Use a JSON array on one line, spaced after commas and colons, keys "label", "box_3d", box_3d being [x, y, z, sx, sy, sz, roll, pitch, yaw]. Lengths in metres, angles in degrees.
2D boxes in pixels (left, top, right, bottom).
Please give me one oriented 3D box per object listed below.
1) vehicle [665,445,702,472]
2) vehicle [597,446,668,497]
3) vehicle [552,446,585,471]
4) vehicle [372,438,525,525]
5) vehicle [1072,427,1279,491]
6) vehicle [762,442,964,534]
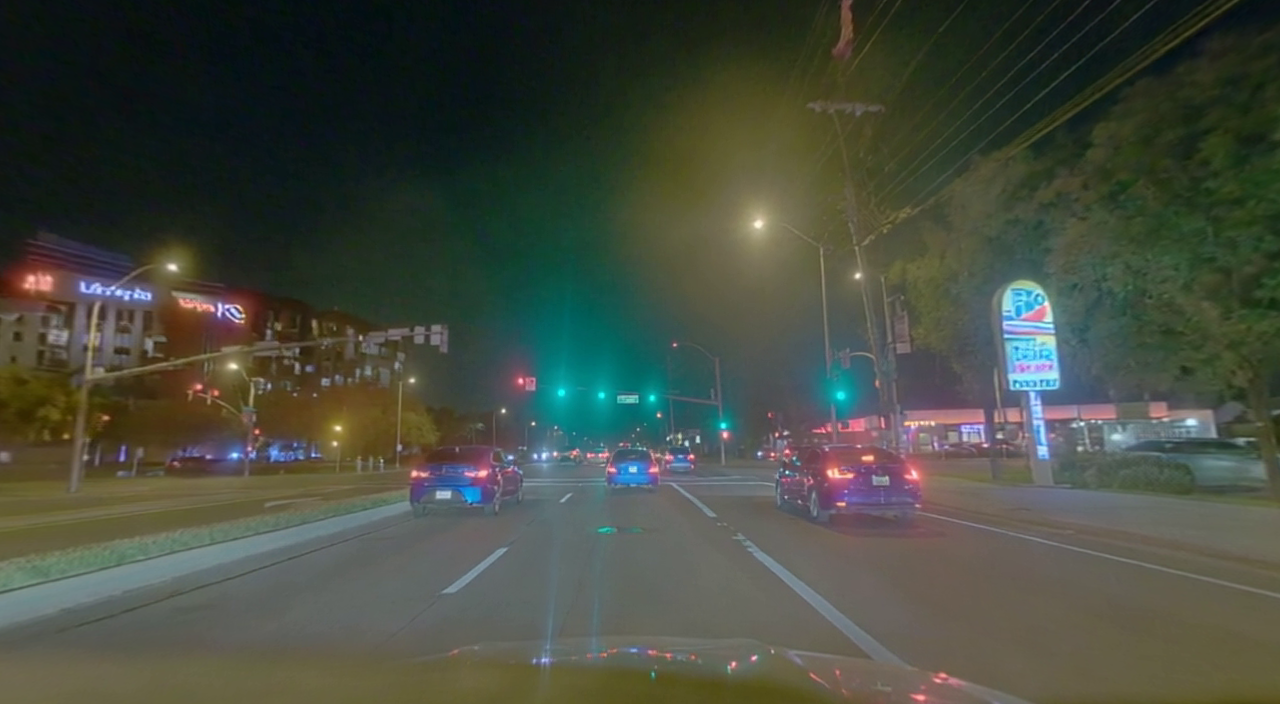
[{"label": "vehicle", "box_3d": [2.822, 7.038, 42.096, 1.986, 1.660, 4.006, 0, -9, -3]}, {"label": "vehicle", "box_3d": [-0.291, 3.805, 20.612, 2.072, 1.473, 4.139, 0, -9, -2]}, {"label": "vehicle", "box_3d": [-4.914, 7.345, 43.853, 1.932, 1.606, 4.157, 0, -9, -1]}, {"label": "vehicle", "box_3d": [-3.941, 2.730, 13.989, 2.035, 1.564, 4.702, 0, -9, -1]}, {"label": "vehicle", "box_3d": [15.815, 3.067, 18.346, 4.941, 1.697, 2.128, 0, -9, -2]}, {"label": "vehicle", "box_3d": [4.122, 2.585, 12.789, 2.119, 1.479, 4.910, 0, -9, -2]}]
